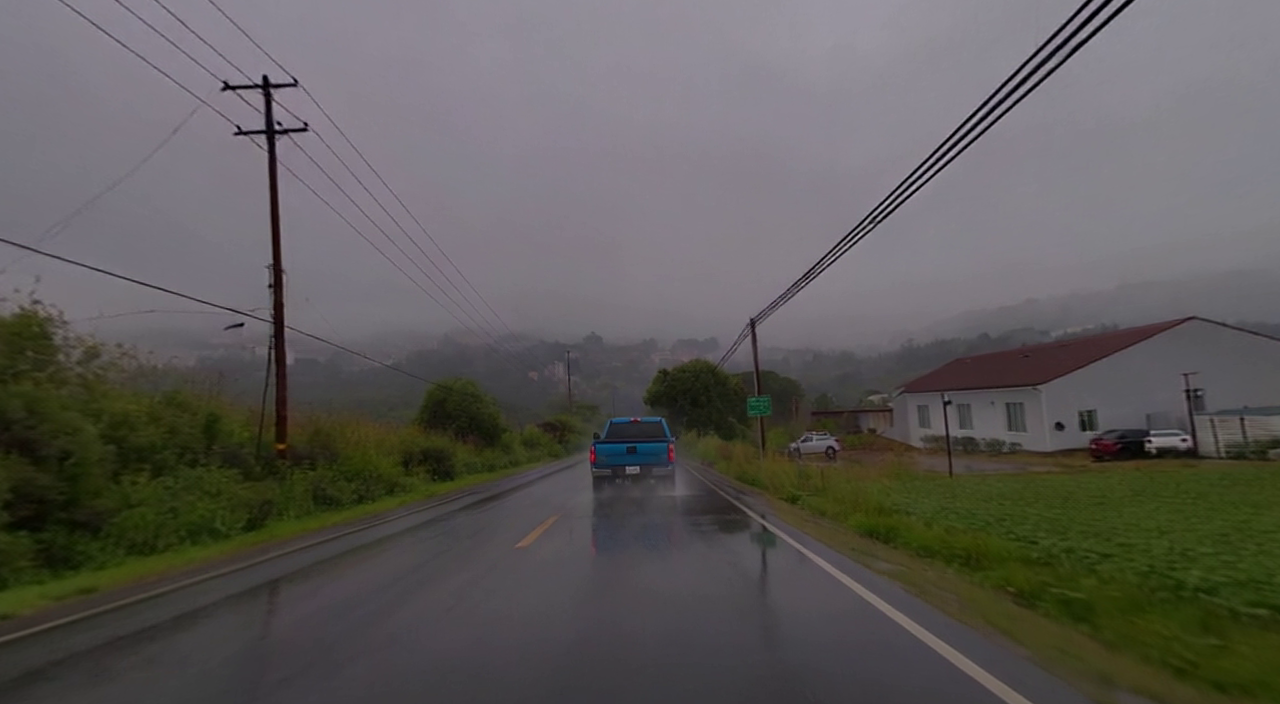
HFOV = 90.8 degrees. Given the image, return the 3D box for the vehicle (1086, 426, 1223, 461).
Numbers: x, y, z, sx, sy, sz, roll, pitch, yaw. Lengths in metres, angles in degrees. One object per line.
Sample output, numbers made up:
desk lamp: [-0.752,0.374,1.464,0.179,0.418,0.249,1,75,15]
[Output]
vehicle: [31.438,5.661,38.977,2.323,2.002,6.310,2,-9,-13]

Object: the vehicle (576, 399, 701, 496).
vehicle: [-0.073,2.874,19.110,3.021,2.326,7.410,0,-9,-1]

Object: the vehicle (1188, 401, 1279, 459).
vehicle: [33.655,4.151,33.373,2.581,2.932,6.340,4,-9,-27]
